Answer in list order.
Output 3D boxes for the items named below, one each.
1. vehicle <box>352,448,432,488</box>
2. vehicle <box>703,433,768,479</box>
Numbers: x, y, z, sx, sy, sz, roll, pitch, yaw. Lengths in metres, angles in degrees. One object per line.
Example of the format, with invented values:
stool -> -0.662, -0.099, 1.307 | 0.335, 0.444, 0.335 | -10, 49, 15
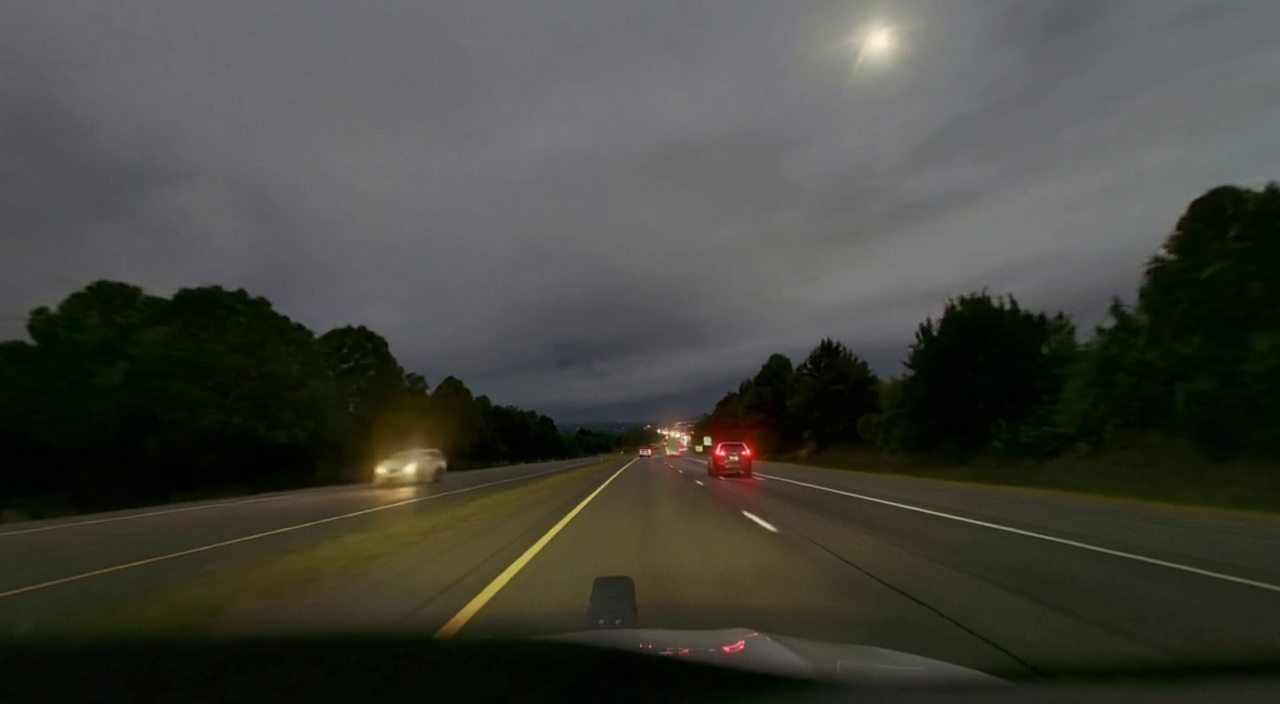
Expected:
vehicle -> -12.897, 6.029, 33.155 | 2.093, 1.934, 5.161 | 0, -9, 0
vehicle -> 4.456, 4.944, 30.189 | 2.189, 2.007, 4.872 | 0, -9, -1
